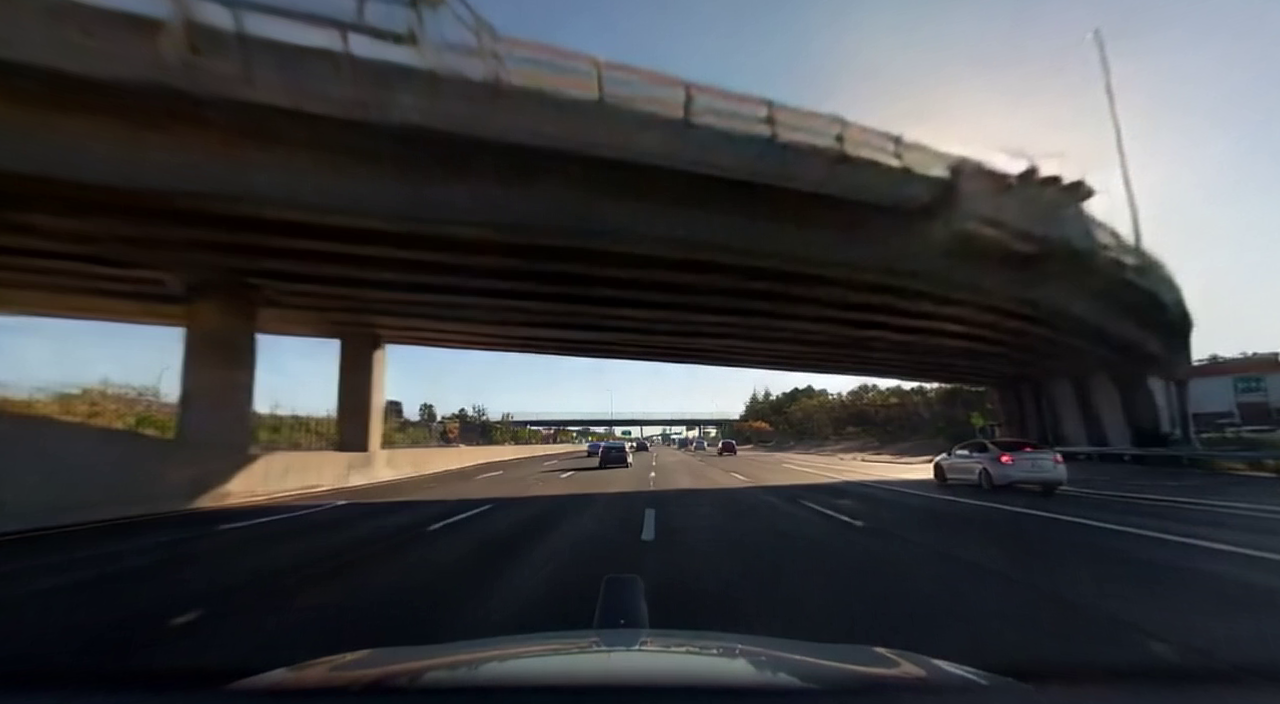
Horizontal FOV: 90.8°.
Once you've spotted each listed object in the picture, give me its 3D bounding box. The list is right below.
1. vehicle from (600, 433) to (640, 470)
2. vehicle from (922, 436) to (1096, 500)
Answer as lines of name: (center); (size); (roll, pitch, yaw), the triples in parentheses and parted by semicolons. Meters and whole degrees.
vehicle: (-0.988, 5.334, 34.019); (1.893, 1.827, 4.513); (0, -9, 1)
vehicle: (9.427, 2.981, 16.687); (1.900, 1.432, 4.519); (0, -8, 1)
